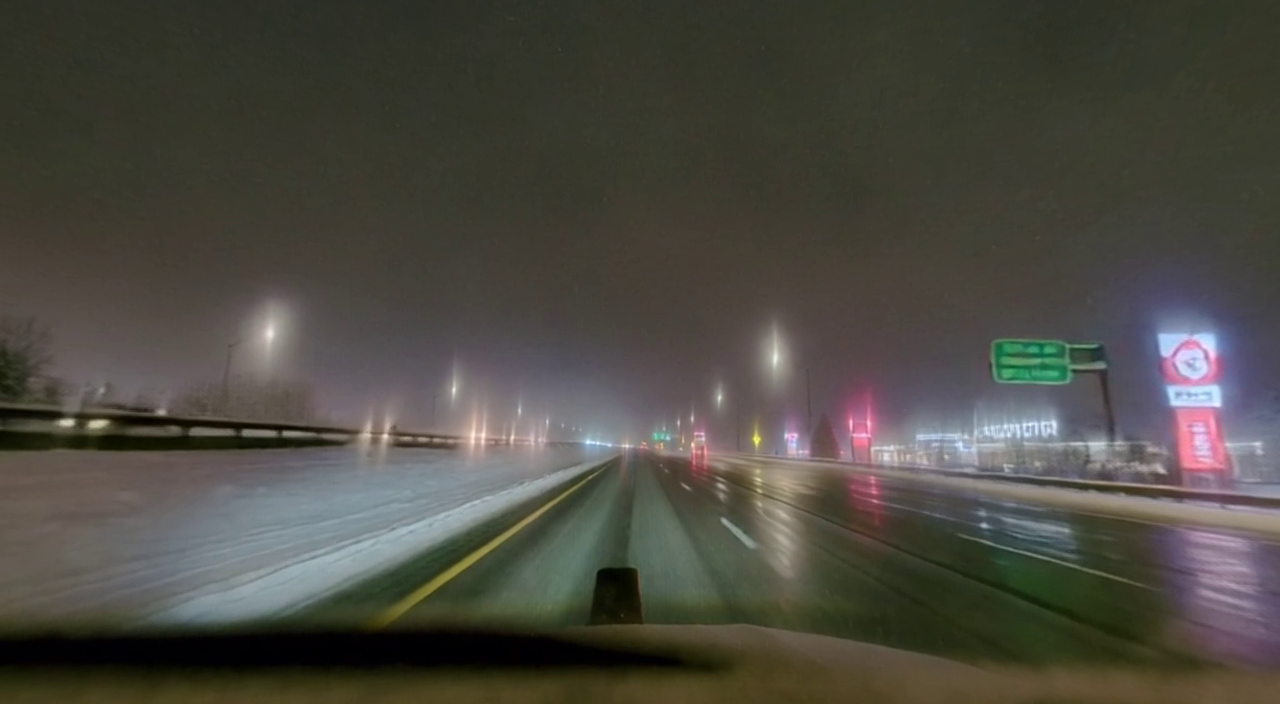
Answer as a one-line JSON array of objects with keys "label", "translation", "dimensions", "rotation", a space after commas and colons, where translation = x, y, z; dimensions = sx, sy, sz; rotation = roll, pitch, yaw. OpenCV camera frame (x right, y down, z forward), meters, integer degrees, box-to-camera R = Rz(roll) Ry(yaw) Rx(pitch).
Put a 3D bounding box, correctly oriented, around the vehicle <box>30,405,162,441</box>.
[{"label": "vehicle", "translation": [-25.472, 3.411, 29.823], "dimensions": [1.984, 1.512, 4.760], "rotation": [0, -9, 0]}]
